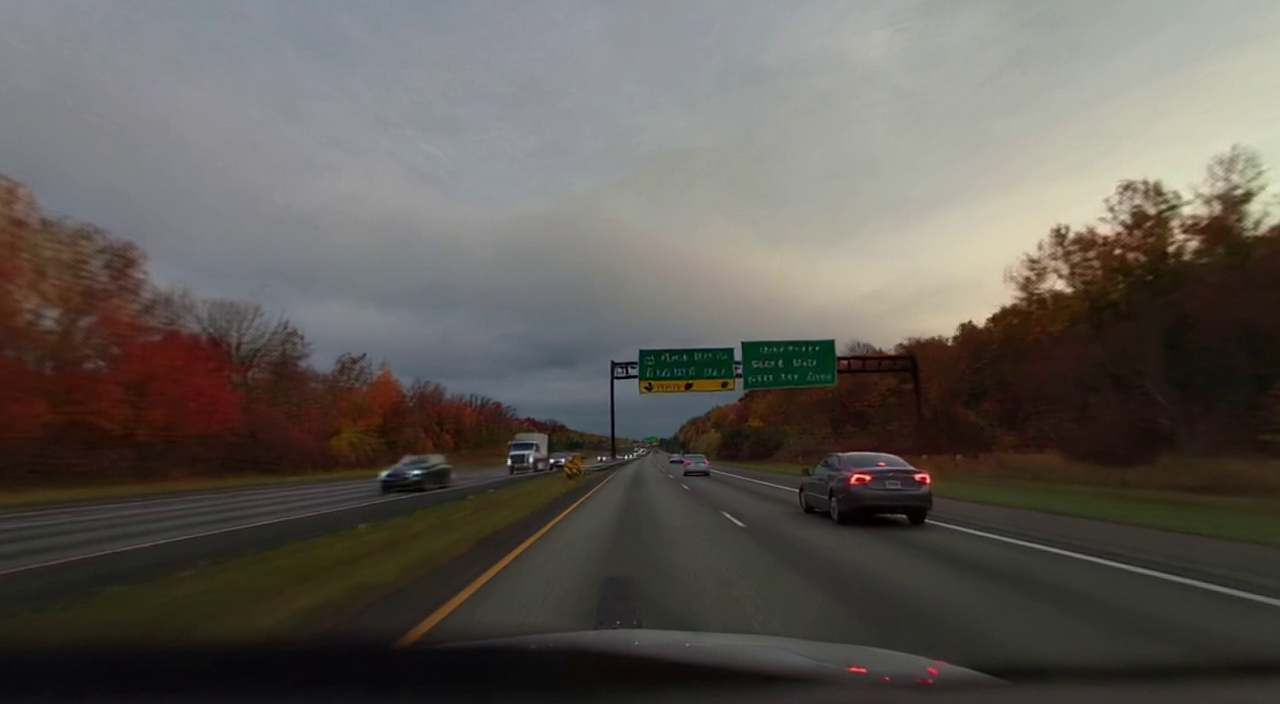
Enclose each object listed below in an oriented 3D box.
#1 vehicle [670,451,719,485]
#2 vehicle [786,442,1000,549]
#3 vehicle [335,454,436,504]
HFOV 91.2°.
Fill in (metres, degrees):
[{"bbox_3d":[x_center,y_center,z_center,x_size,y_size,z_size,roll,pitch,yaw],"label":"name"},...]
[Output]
[{"bbox_3d":[2.664,5.794,31.623,2.070,1.546,4.648,0,-9,1],"label":"vehicle"},{"bbox_3d":[4.271,2.471,11.496,2.119,1.557,4.163,0,-9,-1],"label":"vehicle"},{"bbox_3d":[-8.879,4.433,22.249,1.888,1.527,3.957,0,-9,0],"label":"vehicle"}]
